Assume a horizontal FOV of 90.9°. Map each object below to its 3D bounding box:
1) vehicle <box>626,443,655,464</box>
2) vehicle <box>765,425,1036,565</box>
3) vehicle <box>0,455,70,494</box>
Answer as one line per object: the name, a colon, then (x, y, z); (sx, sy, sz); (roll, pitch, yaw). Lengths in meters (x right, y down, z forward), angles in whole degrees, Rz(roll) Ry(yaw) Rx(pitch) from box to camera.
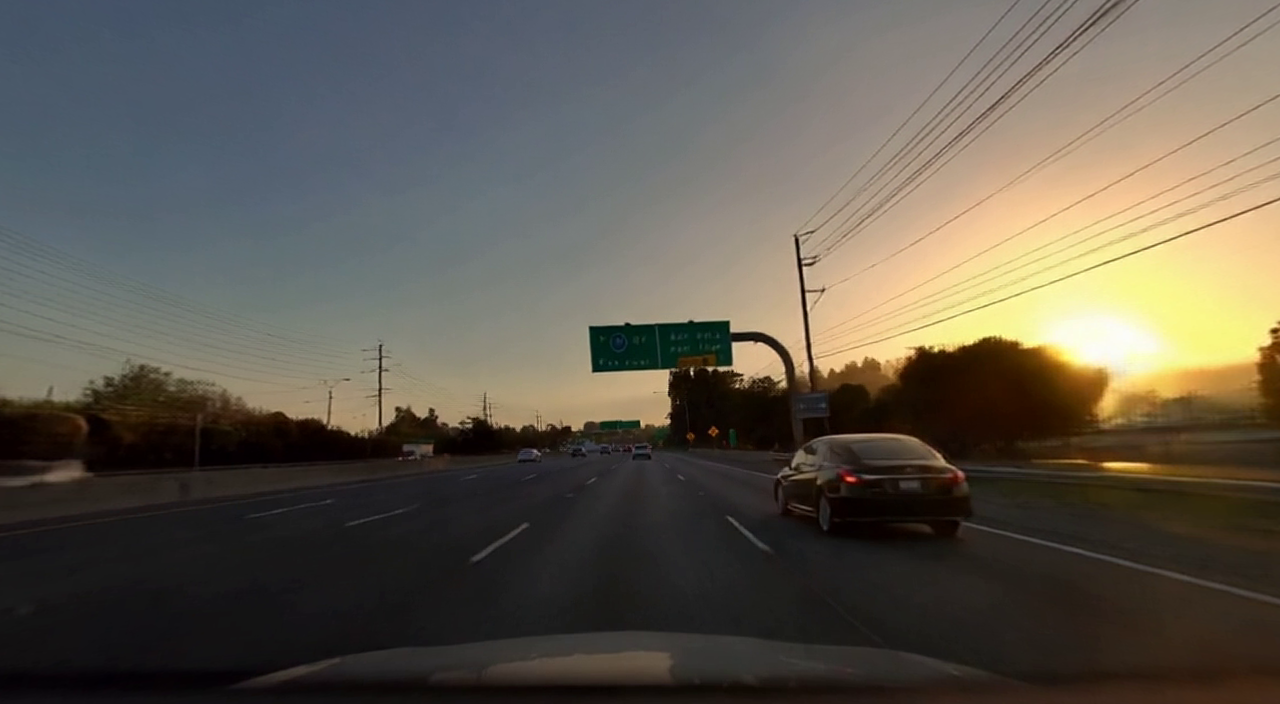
vehicle: (0.010, 7.503, 46.894); (2.036, 1.474, 3.969); (0, -8, 0)
vehicle: (3.351, 1.928, 9.295); (2.060, 1.526, 4.387); (0, -8, -1)
vehicle: (-24.291, 4.710, 24.312); (1.464, 1.356, 3.299); (-1, -8, 2)
